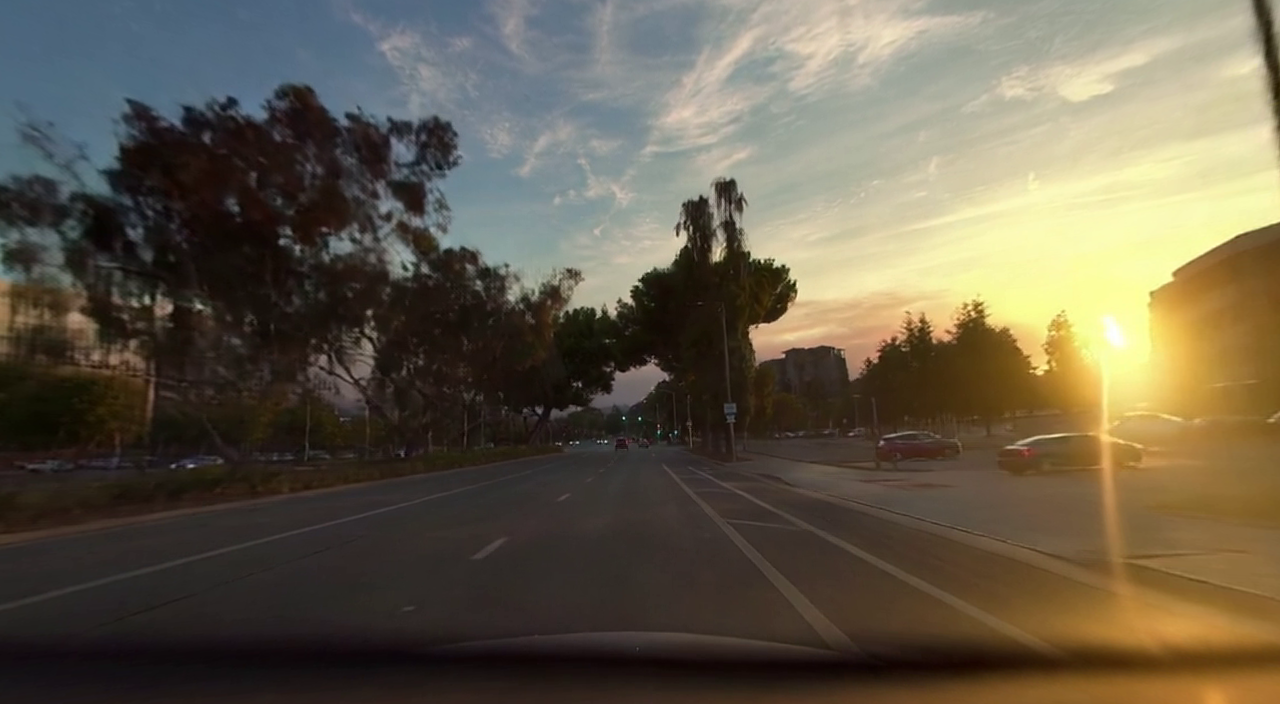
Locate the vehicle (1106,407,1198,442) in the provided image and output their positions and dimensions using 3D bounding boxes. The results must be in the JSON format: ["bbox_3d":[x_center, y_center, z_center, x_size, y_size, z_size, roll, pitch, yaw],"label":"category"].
[{"bbox_3d":[30.896,4.421,38.019,5.675,1.978,2.229,4,-10,-30],"label":"vehicle"}]

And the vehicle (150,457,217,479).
[{"bbox_3d":[-35.716,9.058,49.496,1.917,1.479,4.462,0,-8,0],"label":"vehicle"}]

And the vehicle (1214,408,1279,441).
[{"bbox_3d":[33.529,3.974,34.222,4.287,1.622,2.088,4,-10,-28],"label":"vehicle"}]

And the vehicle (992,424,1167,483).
[{"bbox_3d":[14.642,3.375,21.225,4.388,1.446,1.808,-6,-7,2],"label":"vehicle"}]

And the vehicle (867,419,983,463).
[{"bbox_3d":[14.134,4.446,31.499,4.702,1.853,2.069,-4,-8,2],"label":"vehicle"}]
